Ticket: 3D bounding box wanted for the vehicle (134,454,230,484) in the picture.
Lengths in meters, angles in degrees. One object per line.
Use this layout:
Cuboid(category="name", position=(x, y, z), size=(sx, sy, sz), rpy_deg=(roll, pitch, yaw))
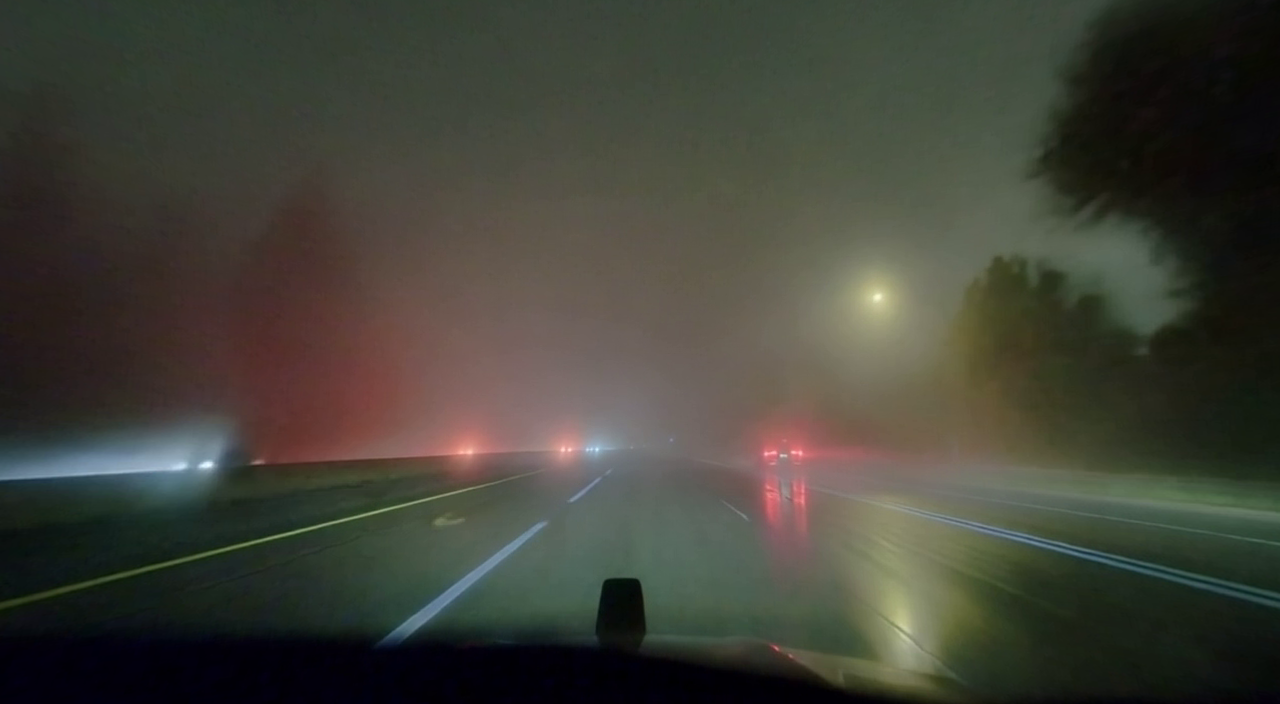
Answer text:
Cuboid(category="vehicle", position=(-24.394, 6.211, 33.817), size=(1.803, 1.449, 4.423), rpy_deg=(0, -9, 1))
